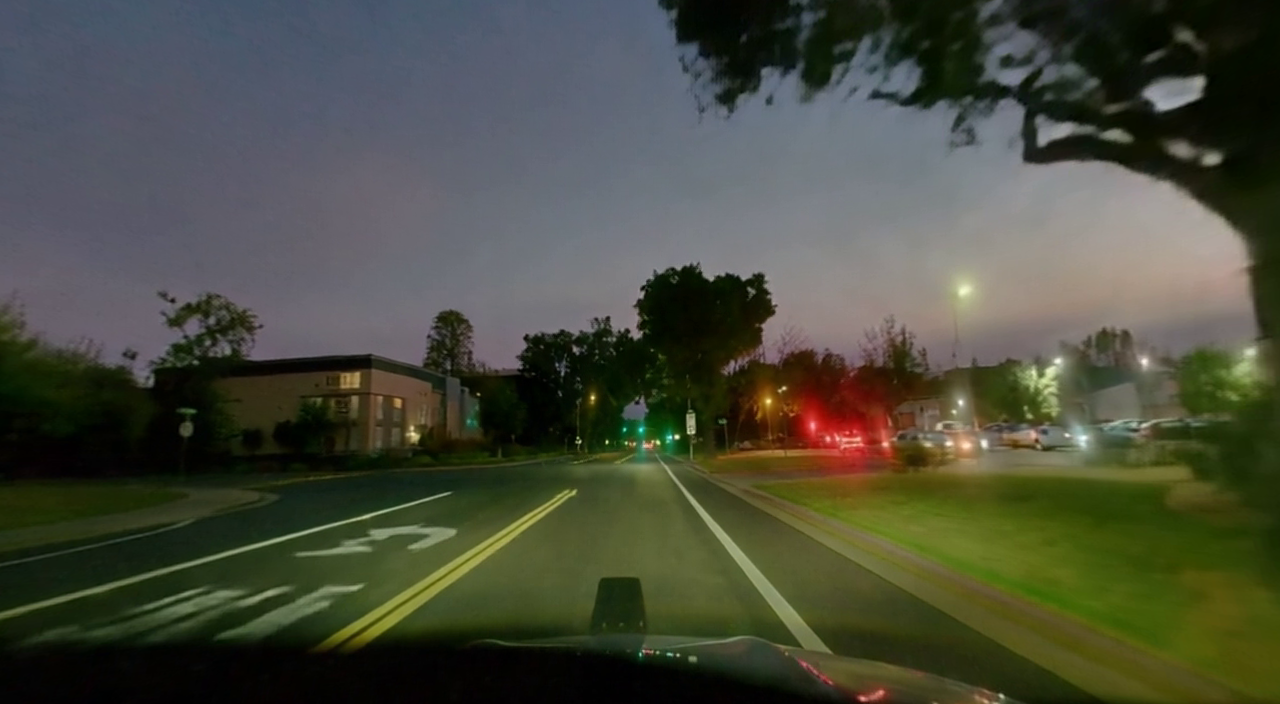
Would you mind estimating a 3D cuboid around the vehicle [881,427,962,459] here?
[{"bbox_3d":[13.722,4.479,31.051,1.927,1.464,4.644,0,-8,1],"label":"vehicle"}]
